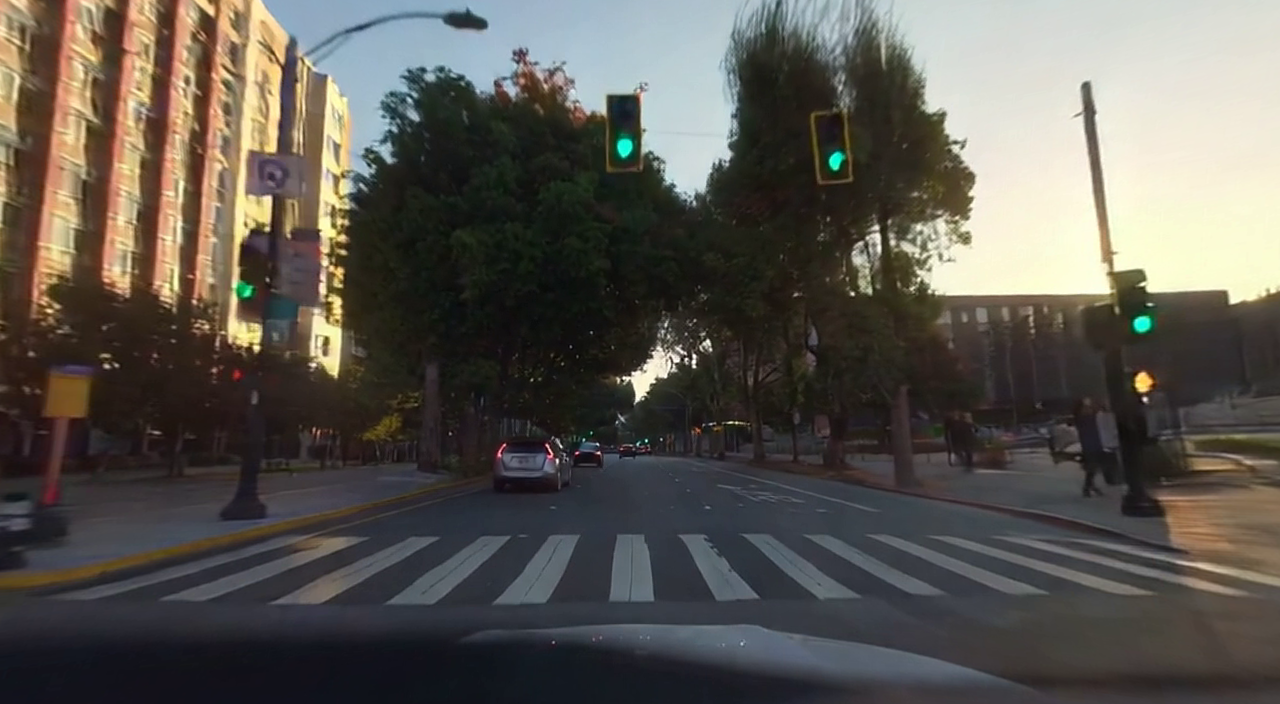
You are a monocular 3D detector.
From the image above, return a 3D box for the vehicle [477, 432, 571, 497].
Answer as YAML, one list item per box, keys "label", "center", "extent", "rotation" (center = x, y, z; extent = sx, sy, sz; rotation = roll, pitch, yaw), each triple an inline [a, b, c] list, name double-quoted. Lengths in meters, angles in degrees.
- label: "vehicle"
  center: [-3.402, 3.401, 19.499]
  extent: [2.116, 1.725, 4.315]
  rotation: [0, -8, 0]

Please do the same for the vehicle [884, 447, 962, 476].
- label: "vehicle"
  center: [16.840, 6.540, 37.718]
  extent: [3.757, 1.383, 1.817]
  rotation: [-2, -5, -3]

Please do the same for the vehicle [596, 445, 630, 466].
- label: "vehicle"
  center: [-2.027, 7.480, 45.755]
  extent: [2.095, 1.438, 3.843]
  rotation: [1, -8, -8]
